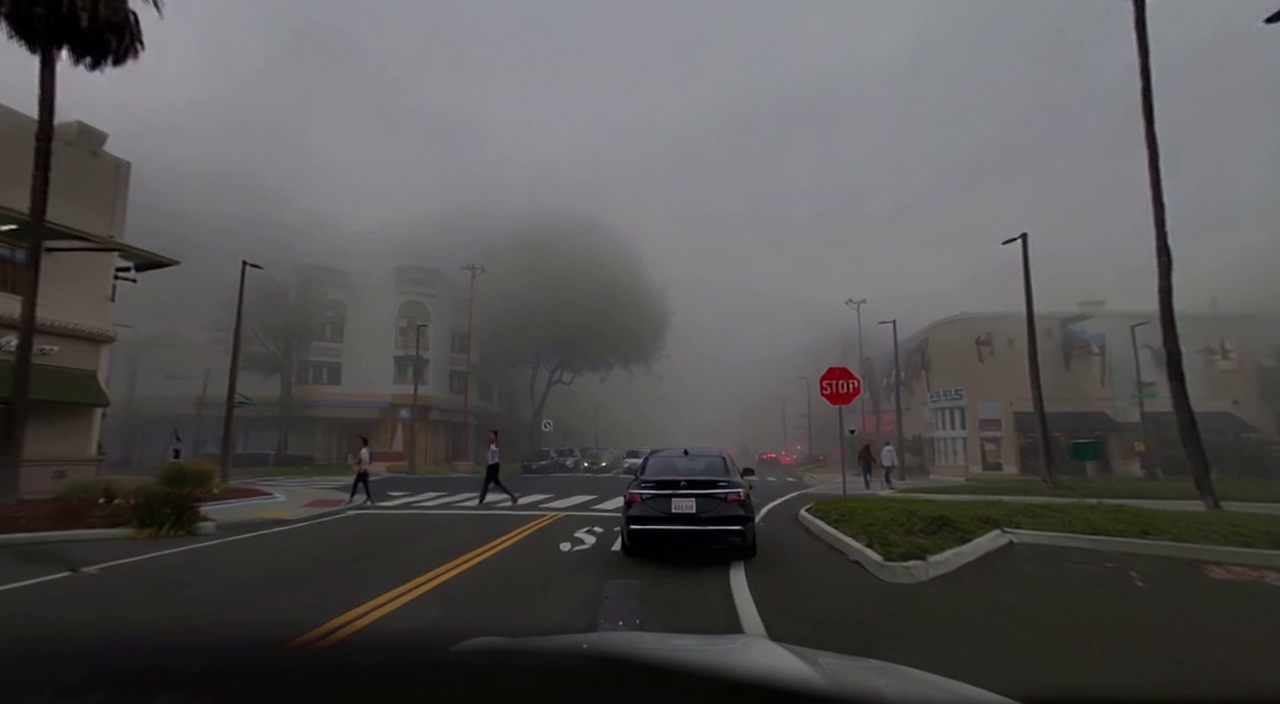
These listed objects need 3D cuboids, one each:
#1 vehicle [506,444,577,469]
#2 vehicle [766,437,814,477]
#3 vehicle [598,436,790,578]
[{"bbox_3d":[-6.894,7.303,44.290,4.529,1.682,1.895,6,-11,-36],"label":"vehicle"},{"bbox_3d":[9.395,6.541,39.608,2.467,2.369,1.577,6,-10,-34],"label":"vehicle"},{"bbox_3d":[0.749,1.943,8.769,2.031,1.479,3.969,-1,-9,5],"label":"vehicle"}]
